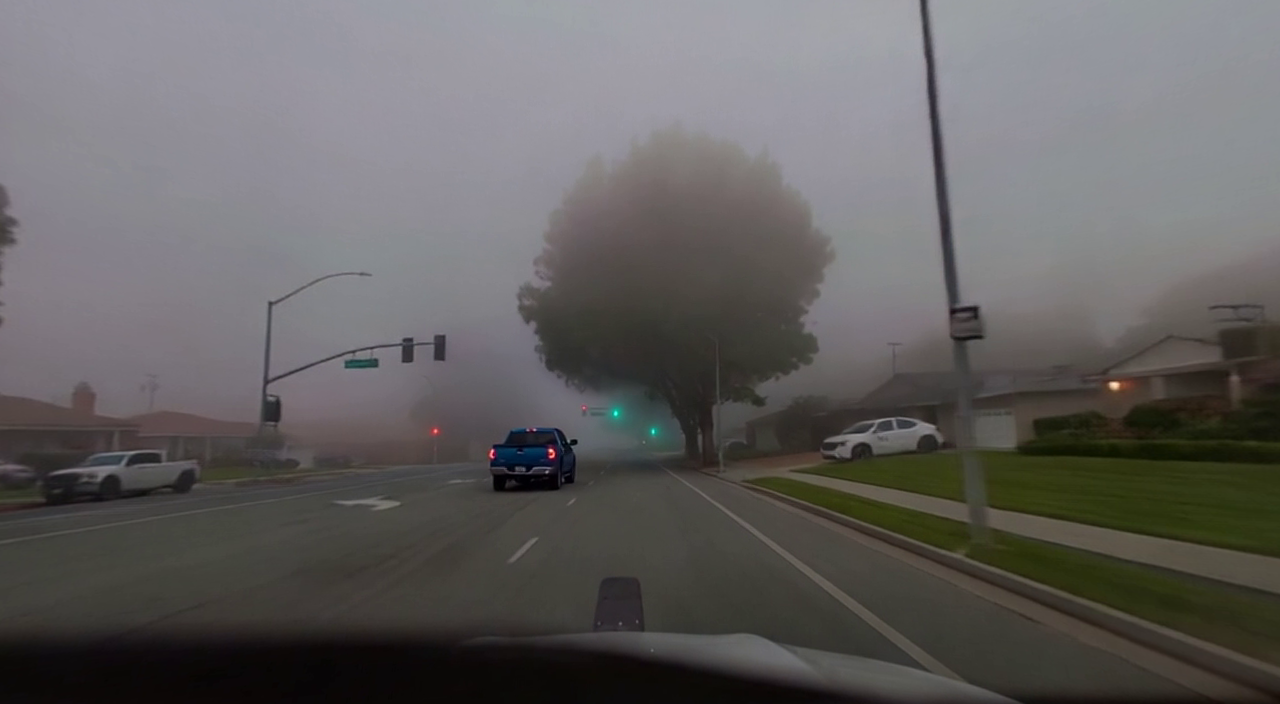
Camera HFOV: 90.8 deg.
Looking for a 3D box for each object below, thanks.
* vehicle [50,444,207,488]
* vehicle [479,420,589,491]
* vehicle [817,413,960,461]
[{"bbox_3d":[-21.305,4.741,26.490,4.669,1.745,2.156,0,-9,1],"label":"vehicle"},{"bbox_3d":[-3.239,3.371,20.822,2.508,2.001,5.880,0,-9,1],"label":"vehicle"},{"bbox_3d":[10.040,3.480,25.776,4.882,1.839,2.243,1,-9,-7],"label":"vehicle"}]
